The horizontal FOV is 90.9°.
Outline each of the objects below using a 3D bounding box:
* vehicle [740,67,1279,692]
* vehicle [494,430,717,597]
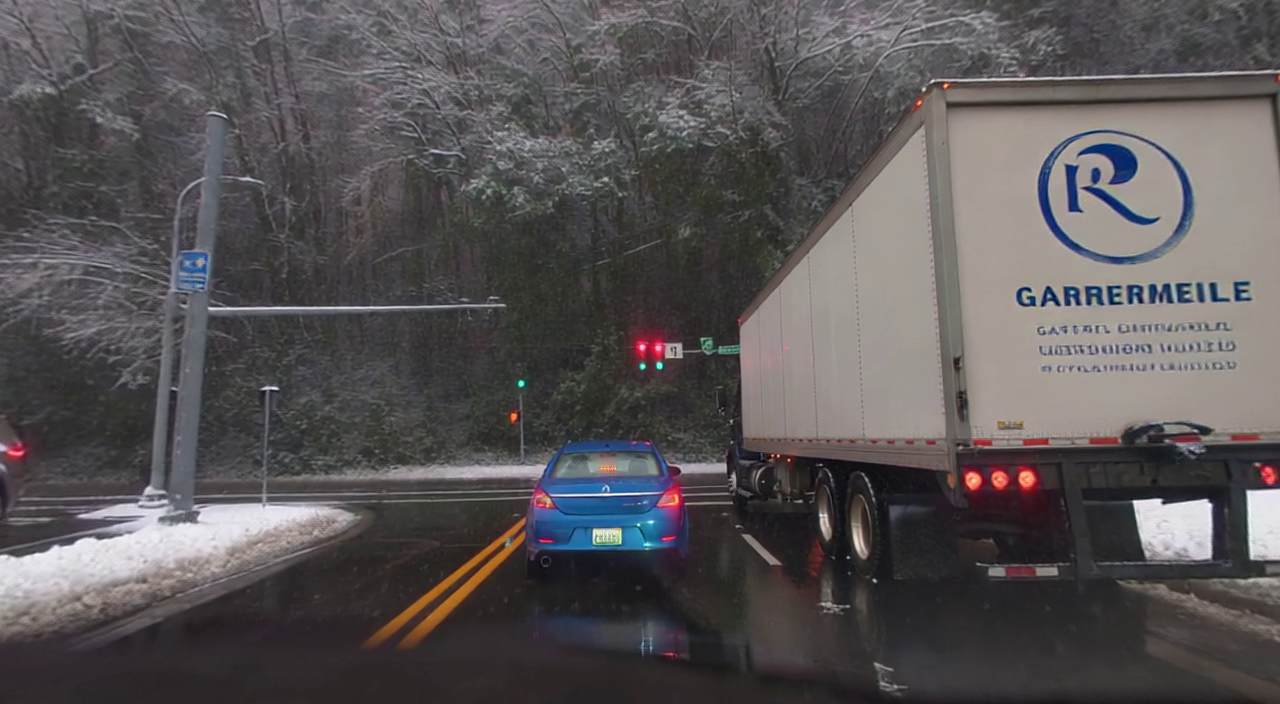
[{"bbox_3d":[3.503,0.774,8.601,2.884,3.753,9.763,0,-9,2],"label":"vehicle"},{"bbox_3d":[-0.348,1.710,7.434,1.975,1.457,3.526,0,-9,-1],"label":"vehicle"}]
